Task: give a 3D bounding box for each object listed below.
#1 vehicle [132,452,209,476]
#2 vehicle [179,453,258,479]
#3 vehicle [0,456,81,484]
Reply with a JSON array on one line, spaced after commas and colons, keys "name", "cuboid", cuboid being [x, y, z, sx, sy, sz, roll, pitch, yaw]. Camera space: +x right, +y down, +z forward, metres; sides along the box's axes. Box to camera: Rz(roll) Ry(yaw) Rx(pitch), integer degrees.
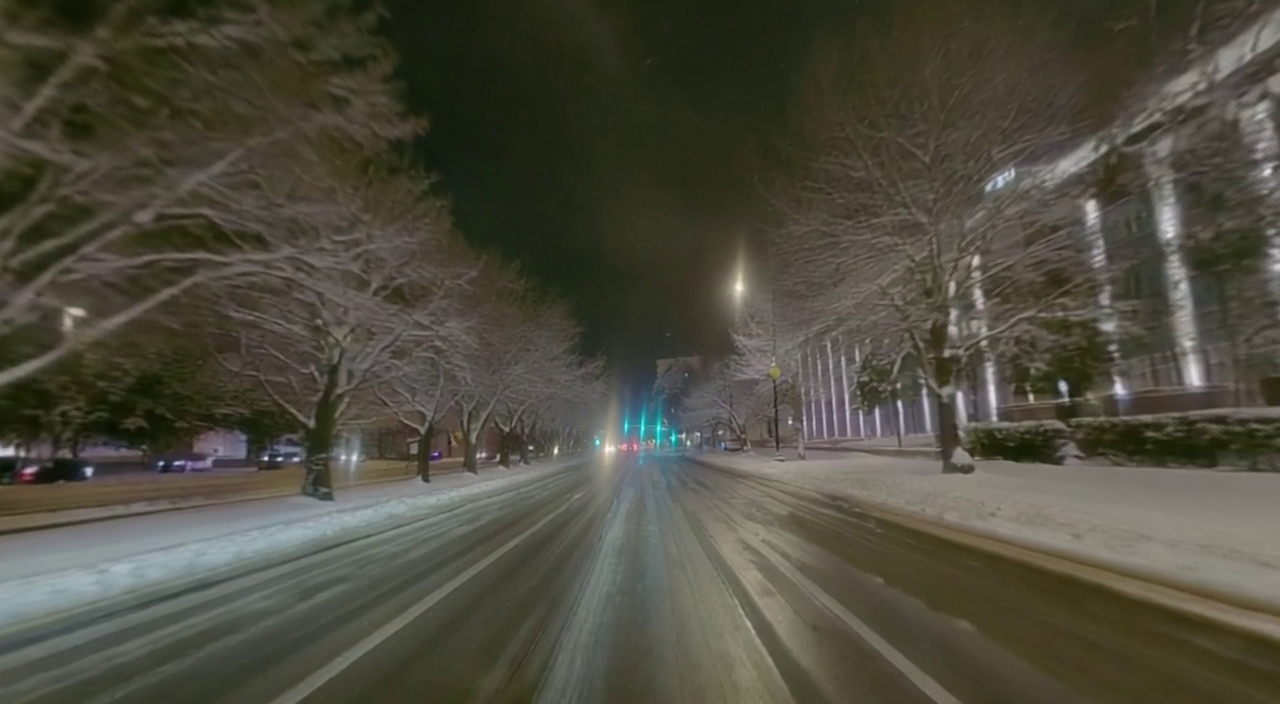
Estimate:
[{"name": "vehicle", "cuboid": [-35.986, 8.597, 48.456, 4.397, 1.689, 1.958, 4, -10, -29]}, {"name": "vehicle", "cuboid": [-26.179, 7.067, 39.365, 1.850, 1.477, 4.492, 0, -8, 0]}, {"name": "vehicle", "cuboid": [-35.711, 6.823, 36.490, 4.501, 1.458, 1.889, 4, -9, -26]}]
